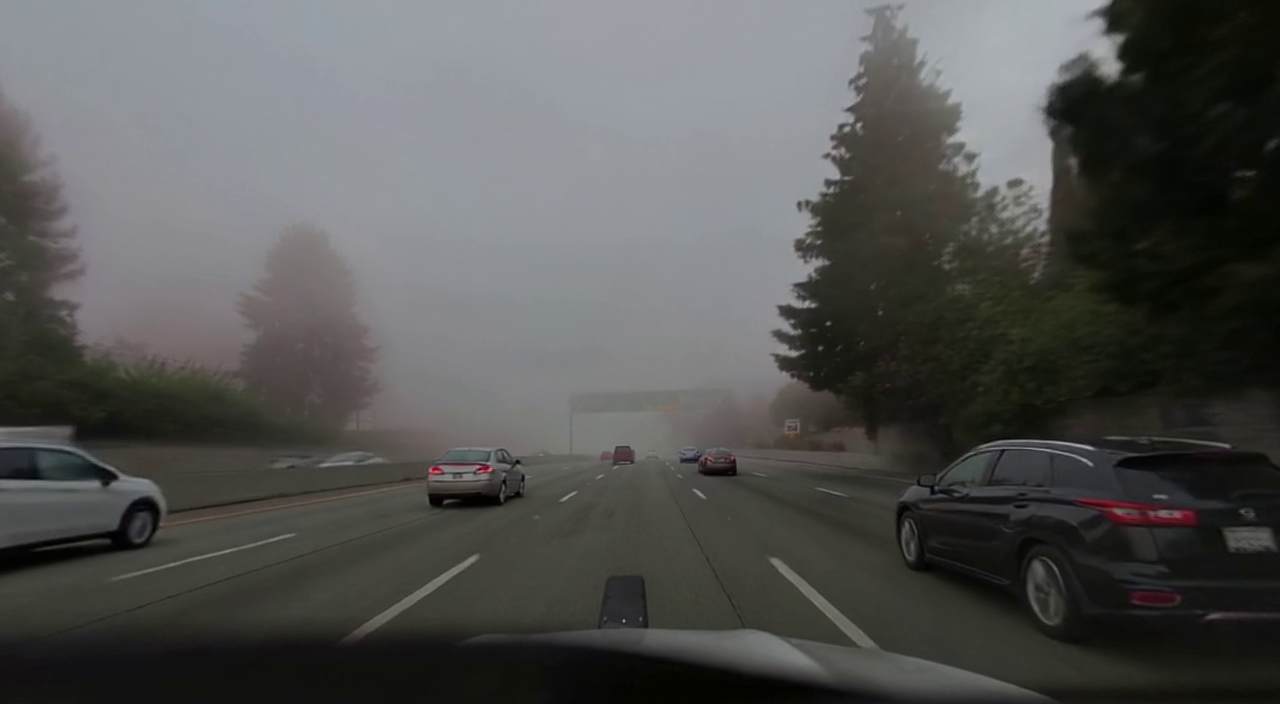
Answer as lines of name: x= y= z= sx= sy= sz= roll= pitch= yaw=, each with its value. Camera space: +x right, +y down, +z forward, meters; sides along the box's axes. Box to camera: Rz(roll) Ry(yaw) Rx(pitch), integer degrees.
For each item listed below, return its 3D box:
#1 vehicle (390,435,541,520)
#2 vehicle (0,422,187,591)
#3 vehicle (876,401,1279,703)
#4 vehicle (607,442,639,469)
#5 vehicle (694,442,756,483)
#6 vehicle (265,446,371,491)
vehicle: x=-3.653 y=2.707 z=14.178 sx=2.136 sy=1.571 sz=4.285 roll=0 pitch=-8 yaw=1
vehicle: x=-7.445 y=1.604 z=6.654 sx=2.057 sy=1.681 sz=4.277 roll=0 pitch=-8 yaw=1
vehicle: x=3.605 y=1.275 z=4.829 sx=1.912 sy=1.509 sz=4.291 roll=0 pitch=-8 yaw=0
vehicle: x=-1.188 y=7.208 z=44.212 sx=2.183 sy=1.764 sz=4.134 roll=0 pitch=-8 yaw=-1
vehicle: x=3.263 y=4.304 z=24.874 sx=1.854 sy=1.438 sz=3.954 roll=0 pitch=-8 yaw=-1
vehicle: x=-12.543 y=4.515 z=24.914 sx=1.874 sy=1.593 sz=4.281 roll=0 pitch=-8 yaw=1
